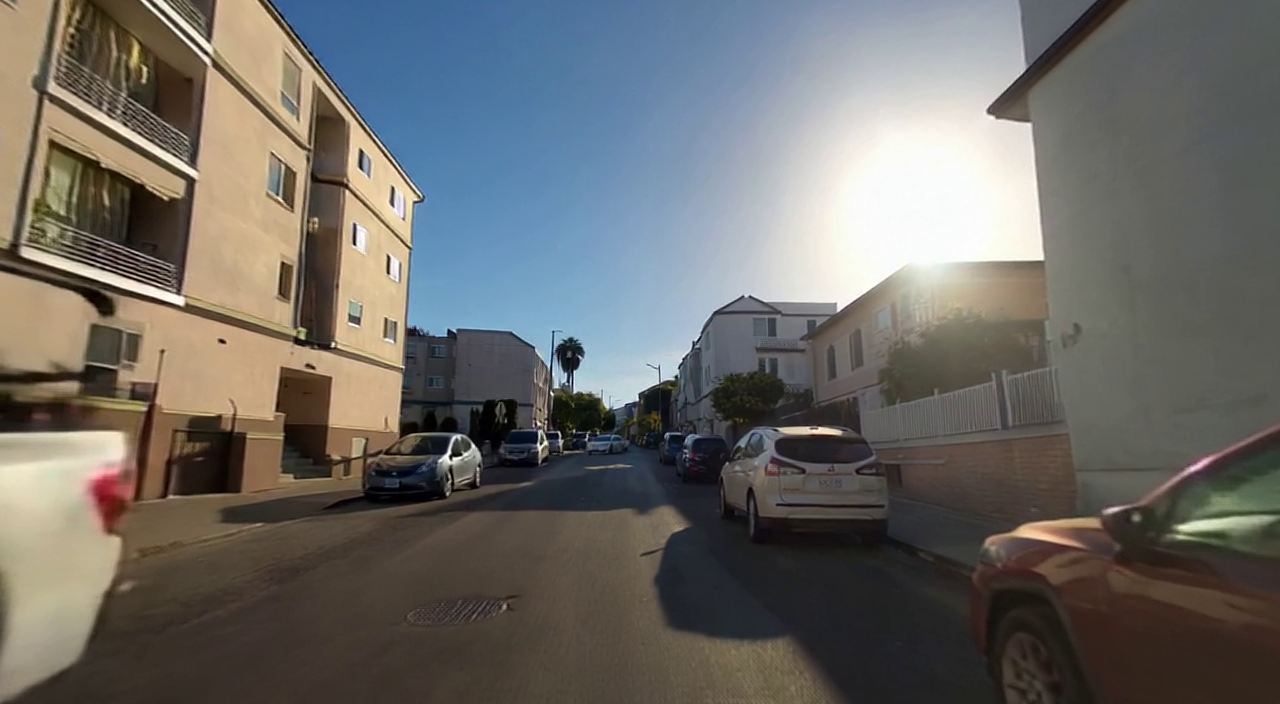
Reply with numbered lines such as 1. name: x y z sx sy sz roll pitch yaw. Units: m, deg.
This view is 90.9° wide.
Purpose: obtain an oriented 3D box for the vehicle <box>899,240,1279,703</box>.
1. vehicle: 2.255 0.607 1.055 1.897 1.717 4.028 0 -8 0

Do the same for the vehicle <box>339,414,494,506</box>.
1. vehicle: -4.564 2.322 13.677 1.883 1.499 4.426 6 -10 -3

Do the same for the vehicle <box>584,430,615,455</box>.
1. vehicle: -2.562 5.843 40.695 1.845 1.544 3.388 0 -8 -1

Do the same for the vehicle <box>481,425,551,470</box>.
1. vehicle: -4.884 3.852 25.370 1.942 1.521 3.761 5 -9 0

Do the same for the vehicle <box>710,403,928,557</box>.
1. vehicle: 2.194 1.676 8.945 1.839 1.678 3.918 0 -8 -2
